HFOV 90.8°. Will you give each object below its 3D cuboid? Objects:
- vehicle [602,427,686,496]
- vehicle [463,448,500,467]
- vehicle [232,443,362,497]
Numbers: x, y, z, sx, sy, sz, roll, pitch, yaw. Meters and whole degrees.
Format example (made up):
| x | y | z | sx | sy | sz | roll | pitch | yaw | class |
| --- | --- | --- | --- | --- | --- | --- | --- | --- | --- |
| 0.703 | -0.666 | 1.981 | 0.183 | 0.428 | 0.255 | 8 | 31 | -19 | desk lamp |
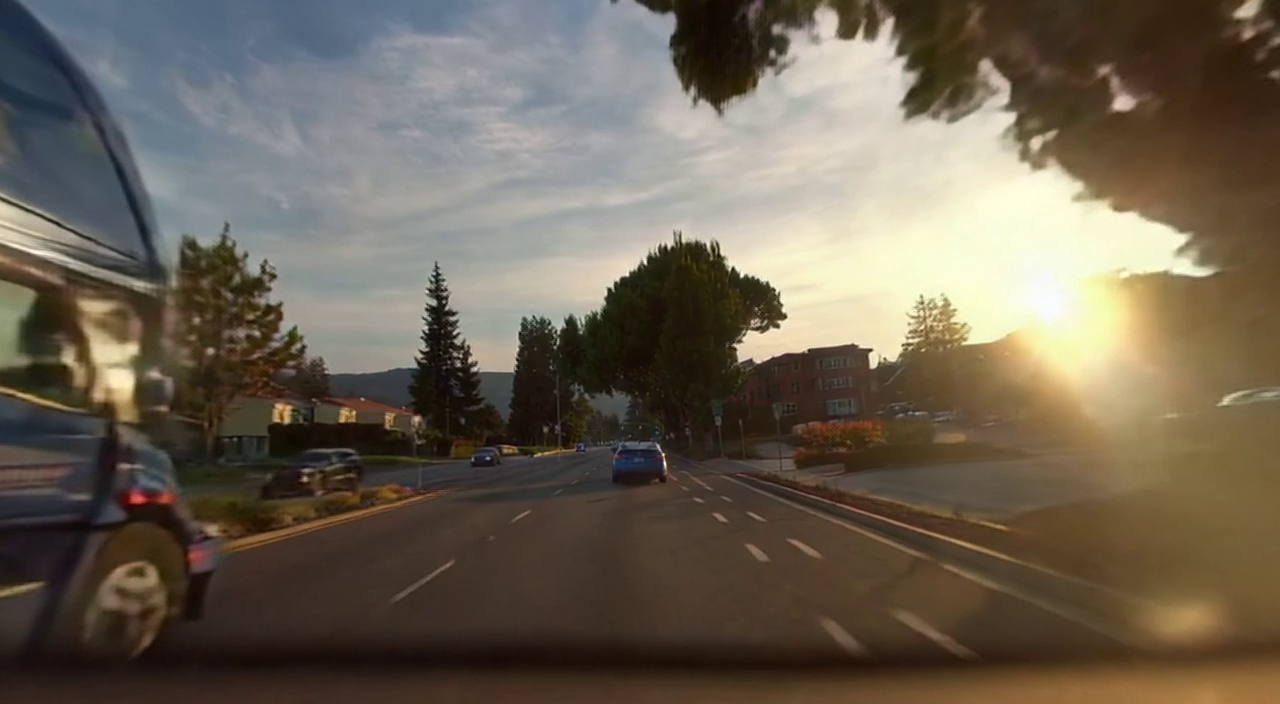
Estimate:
| x | y | z | sx | sy | sz | roll | pitch | yaw | class |
| --- | --- | --- | --- | --- | --- | --- | --- | --- | --- |
| 0.075 | 3.007 | 17.644 | 2.094 | 1.682 | 3.866 | 0 | -8 | -1 | vehicle |
| -12.169 | 8.110 | 48.861 | 1.797 | 1.364 | 4.169 | 0 | -8 | 0 | vehicle |
| -12.091 | 4.124 | 22.685 | 2.143 | 1.711 | 4.477 | 0 | -8 | 0 | vehicle |
